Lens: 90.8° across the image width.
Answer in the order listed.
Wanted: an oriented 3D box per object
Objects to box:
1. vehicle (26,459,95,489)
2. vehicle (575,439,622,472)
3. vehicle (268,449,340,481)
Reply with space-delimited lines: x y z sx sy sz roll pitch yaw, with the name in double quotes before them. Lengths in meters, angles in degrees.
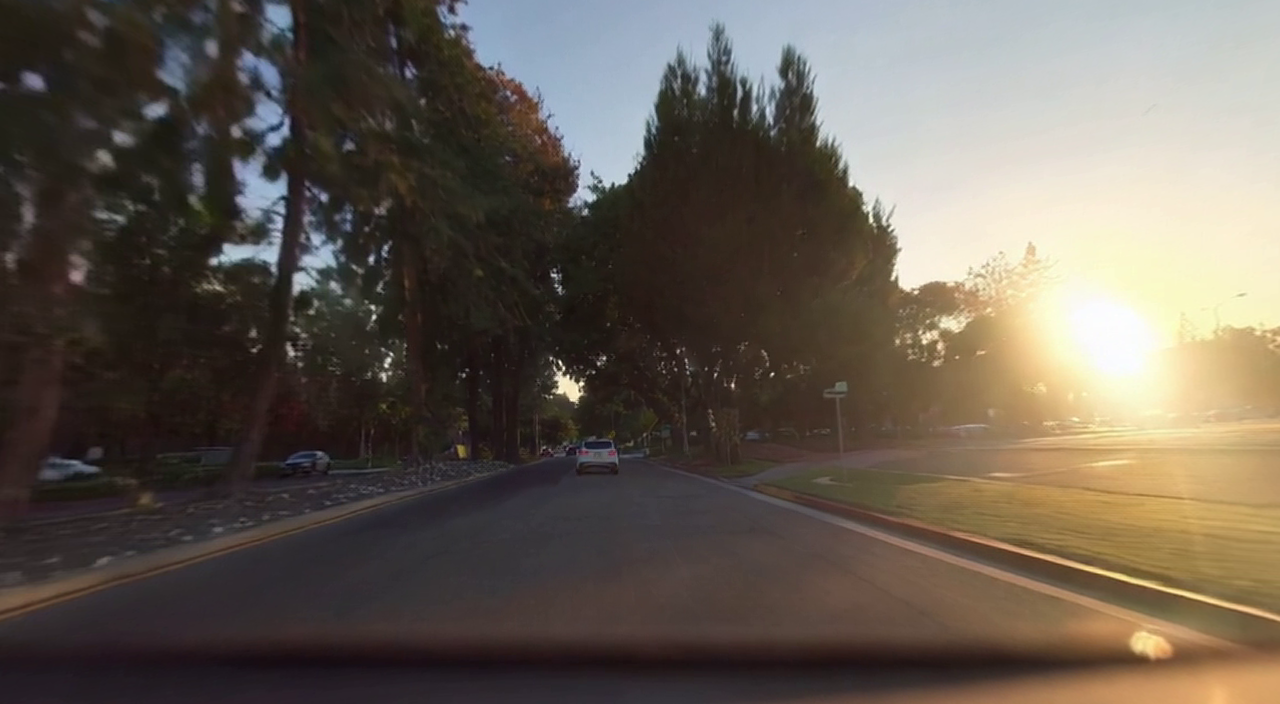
"vehicle" -34.051 7.117 37.249 1.809 1.551 4.352 4 -9 -27
"vehicle" -2.043 5.110 31.519 2.142 1.501 4.273 0 -8 -3
"vehicle" -21.125 7.078 39.988 2.109 1.858 5.253 1 -8 -6
